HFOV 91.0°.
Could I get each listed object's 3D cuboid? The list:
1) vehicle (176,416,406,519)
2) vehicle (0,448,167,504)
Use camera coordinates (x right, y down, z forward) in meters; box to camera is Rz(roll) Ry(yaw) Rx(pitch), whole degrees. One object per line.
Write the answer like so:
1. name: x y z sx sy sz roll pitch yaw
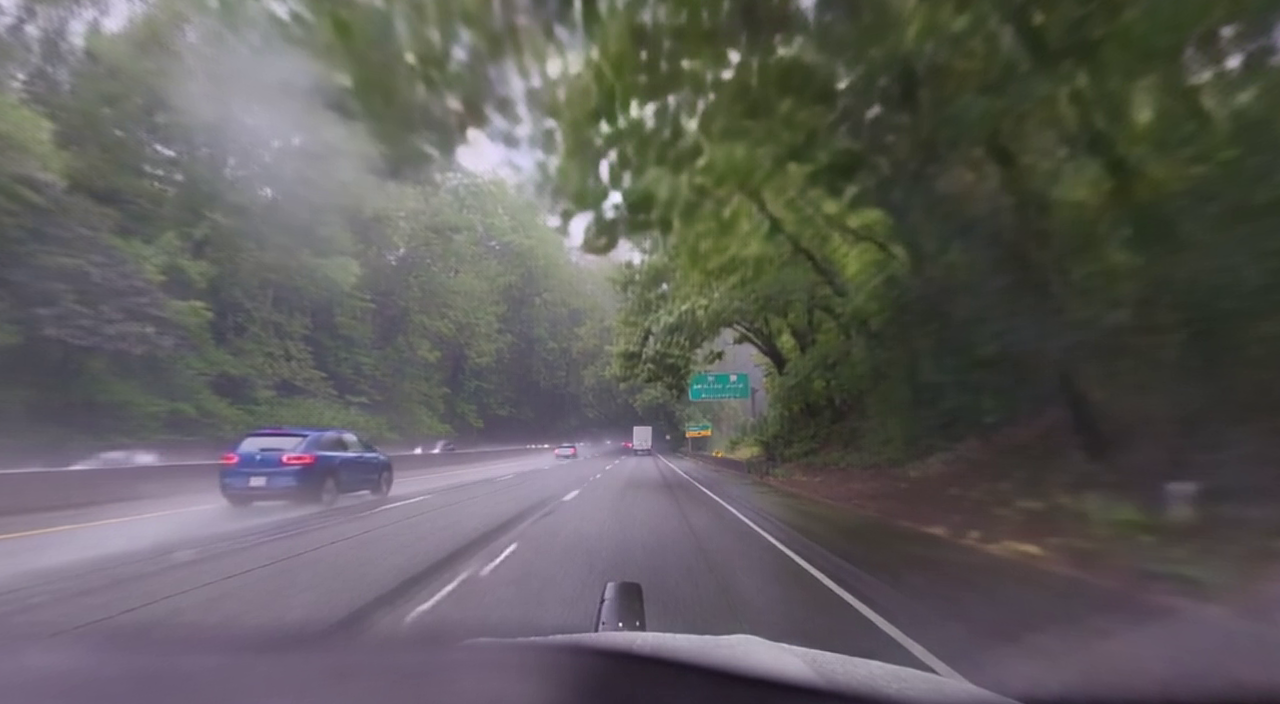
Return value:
1. vehicle: -7.103 2.409 13.604 2.253 1.815 4.618 0 -9 1
2. vehicle: -17.710 3.805 19.794 2.002 1.515 4.650 0 -9 1
